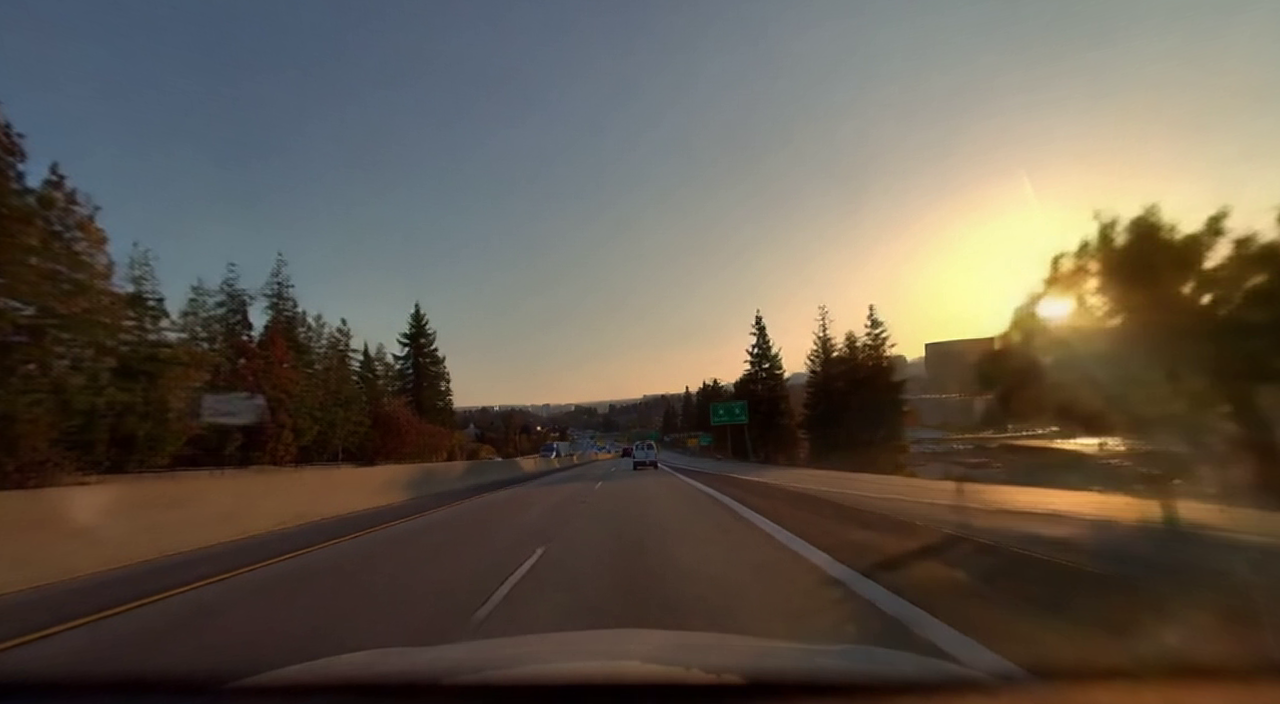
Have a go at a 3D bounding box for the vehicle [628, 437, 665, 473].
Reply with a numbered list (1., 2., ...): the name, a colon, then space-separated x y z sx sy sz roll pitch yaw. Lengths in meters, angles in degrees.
1. vehicle: 0.430 6.604 40.336 2.268 2.122 4.595 -1 -9 1
